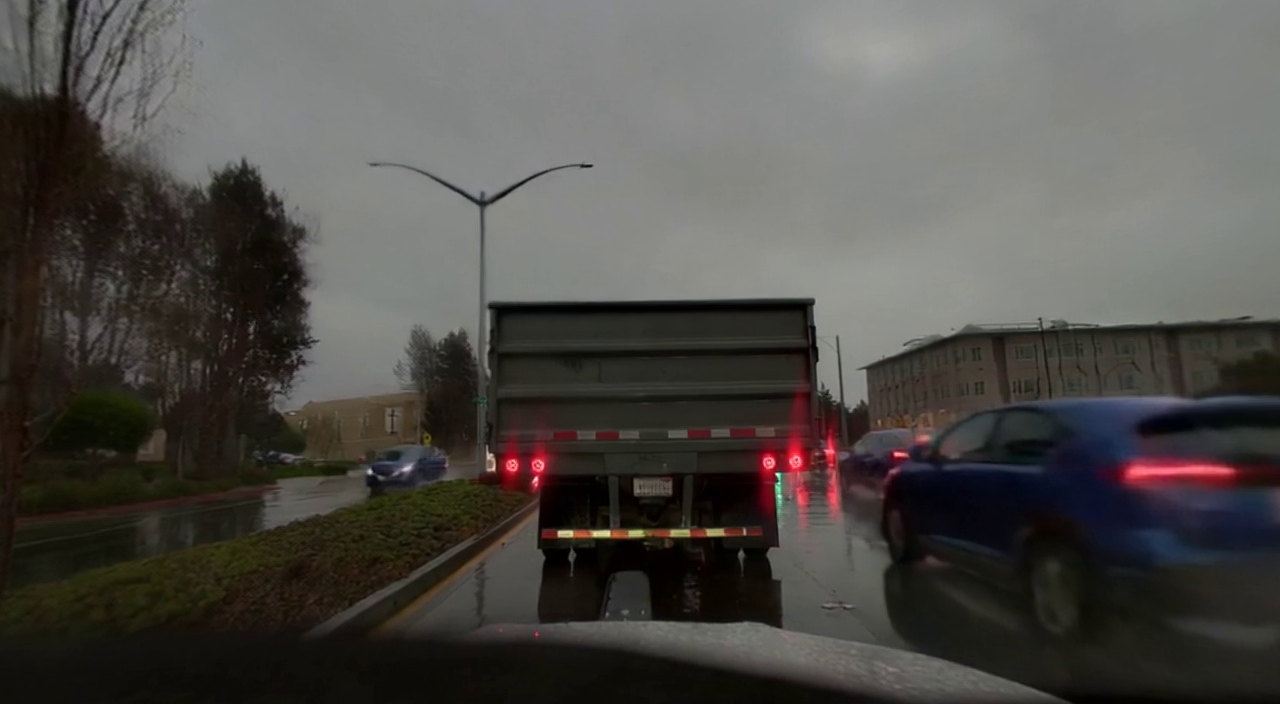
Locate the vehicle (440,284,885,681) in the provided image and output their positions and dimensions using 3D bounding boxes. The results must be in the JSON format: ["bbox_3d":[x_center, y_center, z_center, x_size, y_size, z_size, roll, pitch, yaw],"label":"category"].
[{"bbox_3d":[0.260,1.272,7.394,2.650,2.391,7.008,-1,-8,2],"label":"vehicle"}]

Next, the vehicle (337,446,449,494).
[{"bbox_3d":[-8.411,4.030,22.016,2.006,1.479,4.643,-1,-8,1],"label":"vehicle"}]

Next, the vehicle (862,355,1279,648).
[{"bbox_3d":[4.216,1.299,6.509,2.066,1.910,4.606,0,-8,-1],"label":"vehicle"}]
